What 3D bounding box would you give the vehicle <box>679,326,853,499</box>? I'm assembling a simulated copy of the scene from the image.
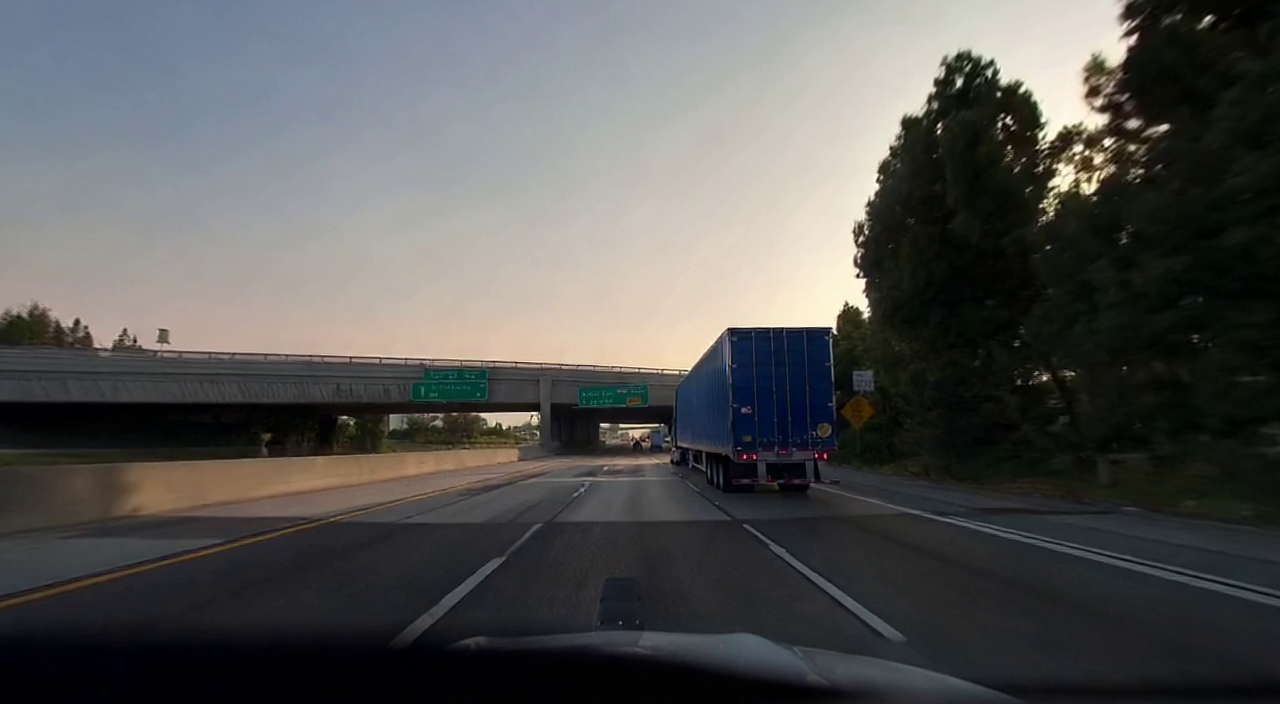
[{"bbox_3d":[3.492,2.666,23.327,2.743,4.160,16.408,0,-9,-1],"label":"vehicle"}]
